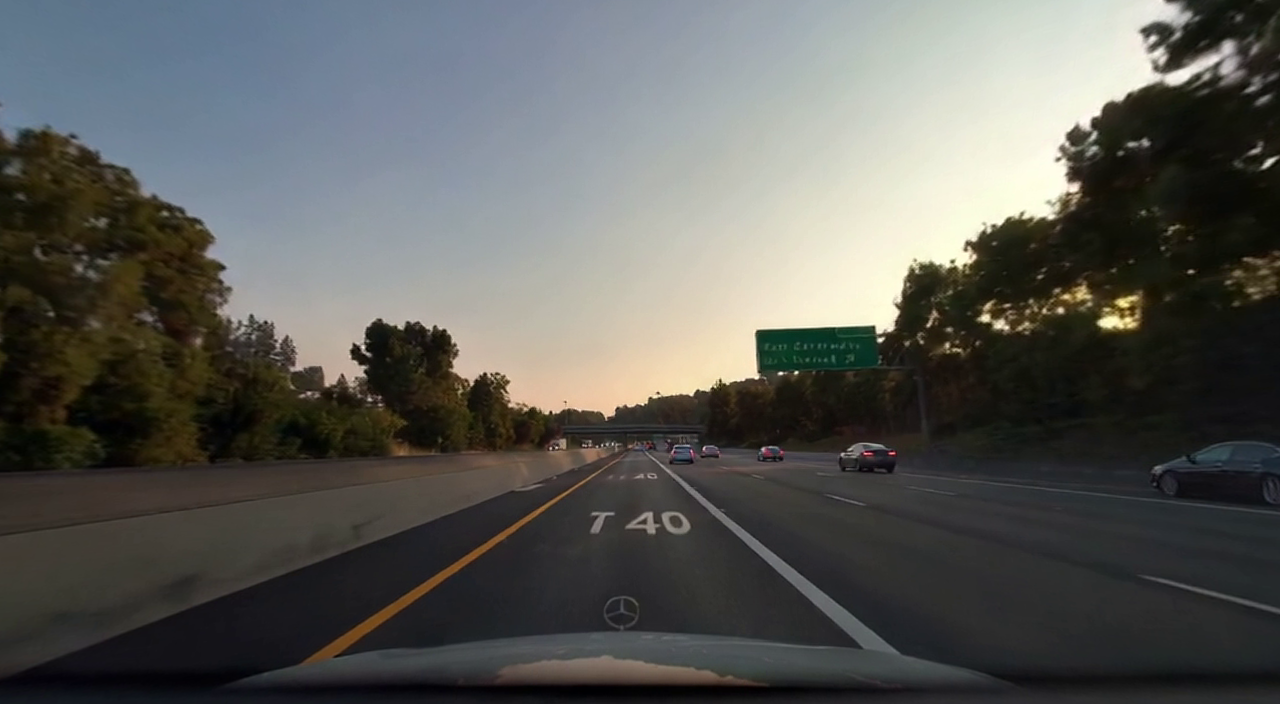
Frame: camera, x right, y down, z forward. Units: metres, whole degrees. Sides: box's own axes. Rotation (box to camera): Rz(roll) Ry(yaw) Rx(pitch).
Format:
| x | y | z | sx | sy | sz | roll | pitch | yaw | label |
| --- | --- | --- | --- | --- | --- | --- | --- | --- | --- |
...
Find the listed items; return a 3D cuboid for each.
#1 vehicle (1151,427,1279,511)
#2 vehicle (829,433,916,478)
| x | y | z | sx | sy | sz | roll | pitch | yaw | label |
| --- | --- | --- | --- | --- | --- | --- | --- | --- | --- |
| 14.146 | 2.550 | 13.963 | 1.957 | 1.709 | 4.387 | 0 | -9 | -1 | vehicle |
| 10.208 | 4.594 | 28.138 | 2.098 | 1.820 | 4.505 | 0 | -9 | -1 | vehicle |
